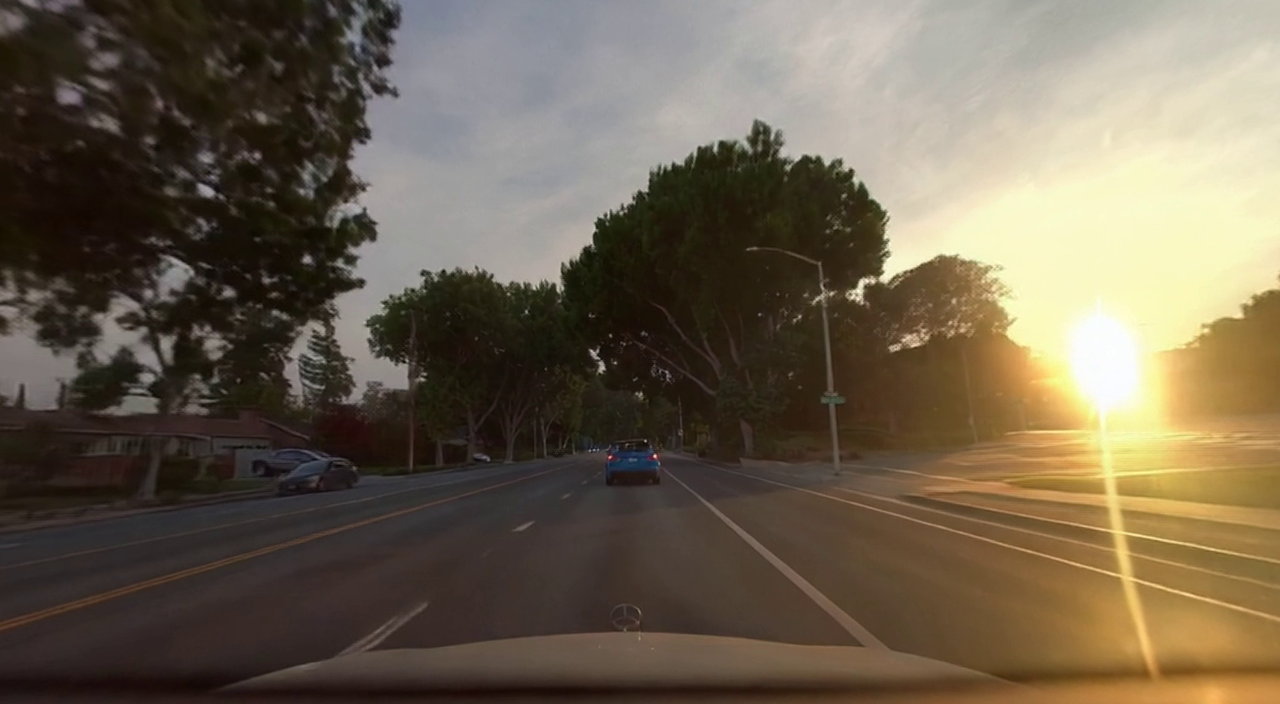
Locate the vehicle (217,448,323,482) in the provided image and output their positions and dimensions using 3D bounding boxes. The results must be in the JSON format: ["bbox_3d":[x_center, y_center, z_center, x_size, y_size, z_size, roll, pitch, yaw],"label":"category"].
[{"bbox_3d":[-21.501,6.544,36.858,4.807,1.872,2.041,0,-9,-2],"label":"vehicle"}]

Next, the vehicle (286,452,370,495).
[{"bbox_3d":[-13.961,5.420,28.549,1.900,1.596,4.142,-4,-8,-3],"label":"vehicle"}]

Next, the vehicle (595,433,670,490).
[{"bbox_3d":[-0.243,3.492,20.508,2.181,1.639,4.127,0,-8,-1],"label":"vehicle"}]
